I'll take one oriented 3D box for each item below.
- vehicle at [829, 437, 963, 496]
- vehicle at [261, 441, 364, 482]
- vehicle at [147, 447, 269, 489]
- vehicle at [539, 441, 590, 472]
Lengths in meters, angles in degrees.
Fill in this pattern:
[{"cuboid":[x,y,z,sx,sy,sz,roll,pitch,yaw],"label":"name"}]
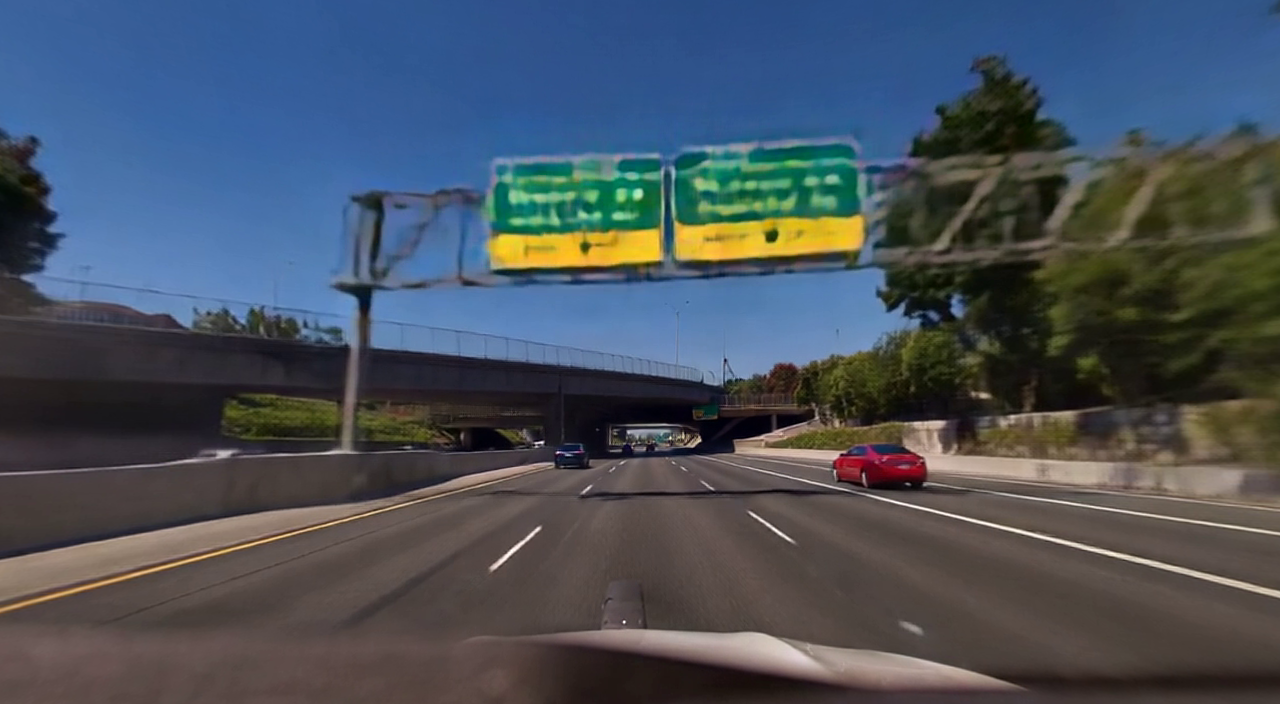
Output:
[{"cuboid":[7.156,3.237,18.238,1.914,1.465,4.574,0,-8,0],"label":"vehicle"},{"cuboid":[-13.632,4.565,26.613,1.943,1.583,4.396,0,-8,1],"label":"vehicle"},{"cuboid":[-17.617,4.726,26.055,1.869,1.534,4.489,0,-8,-1],"label":"vehicle"},{"cuboid":[-3.993,5.592,34.070,2.085,1.533,4.861,0,-8,1],"label":"vehicle"}]
